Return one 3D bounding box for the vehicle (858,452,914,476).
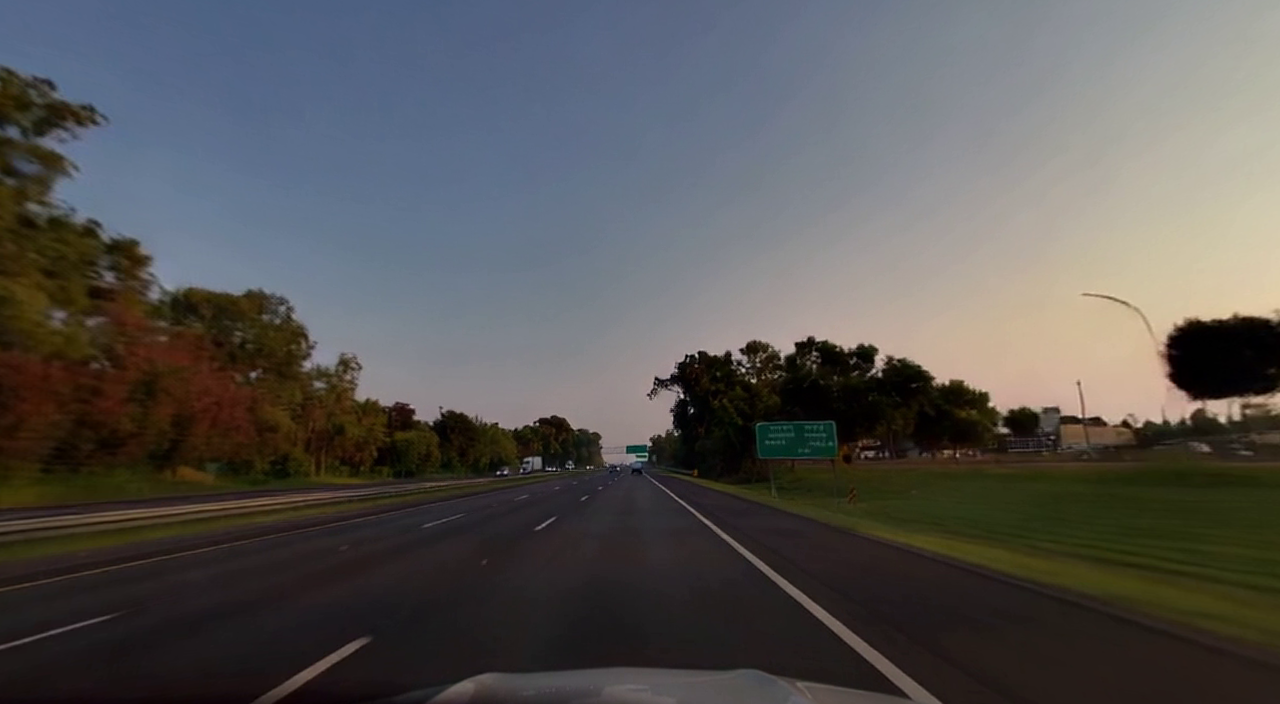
[{"bbox_3d":[16.823,7.731,43.363,1.973,1.540,3.978,2,-11,-5],"label":"vehicle"}]

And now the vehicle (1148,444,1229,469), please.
[{"bbox_3d":[34.420,6.576,39.548,3.754,1.470,1.803,3,-11,-12],"label":"vehicle"}]
